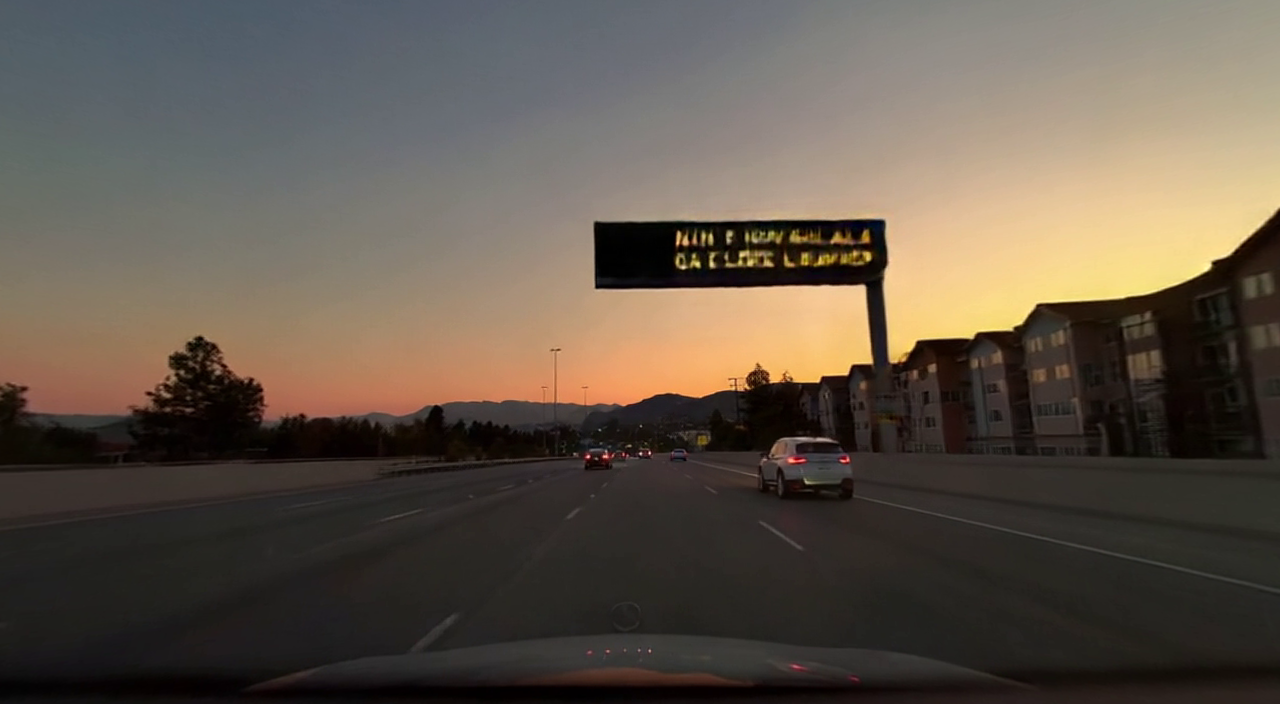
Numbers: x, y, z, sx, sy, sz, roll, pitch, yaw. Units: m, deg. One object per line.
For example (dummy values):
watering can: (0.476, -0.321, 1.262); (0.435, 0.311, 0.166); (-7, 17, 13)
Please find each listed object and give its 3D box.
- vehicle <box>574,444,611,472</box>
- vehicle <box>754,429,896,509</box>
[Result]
vehicle: (-3.084, 7.039, 42.069); (2.075, 1.721, 4.763); (0, -9, 0)
vehicle: (4.457, 2.908, 16.093); (2.170, 1.733, 4.631); (0, -9, -1)
